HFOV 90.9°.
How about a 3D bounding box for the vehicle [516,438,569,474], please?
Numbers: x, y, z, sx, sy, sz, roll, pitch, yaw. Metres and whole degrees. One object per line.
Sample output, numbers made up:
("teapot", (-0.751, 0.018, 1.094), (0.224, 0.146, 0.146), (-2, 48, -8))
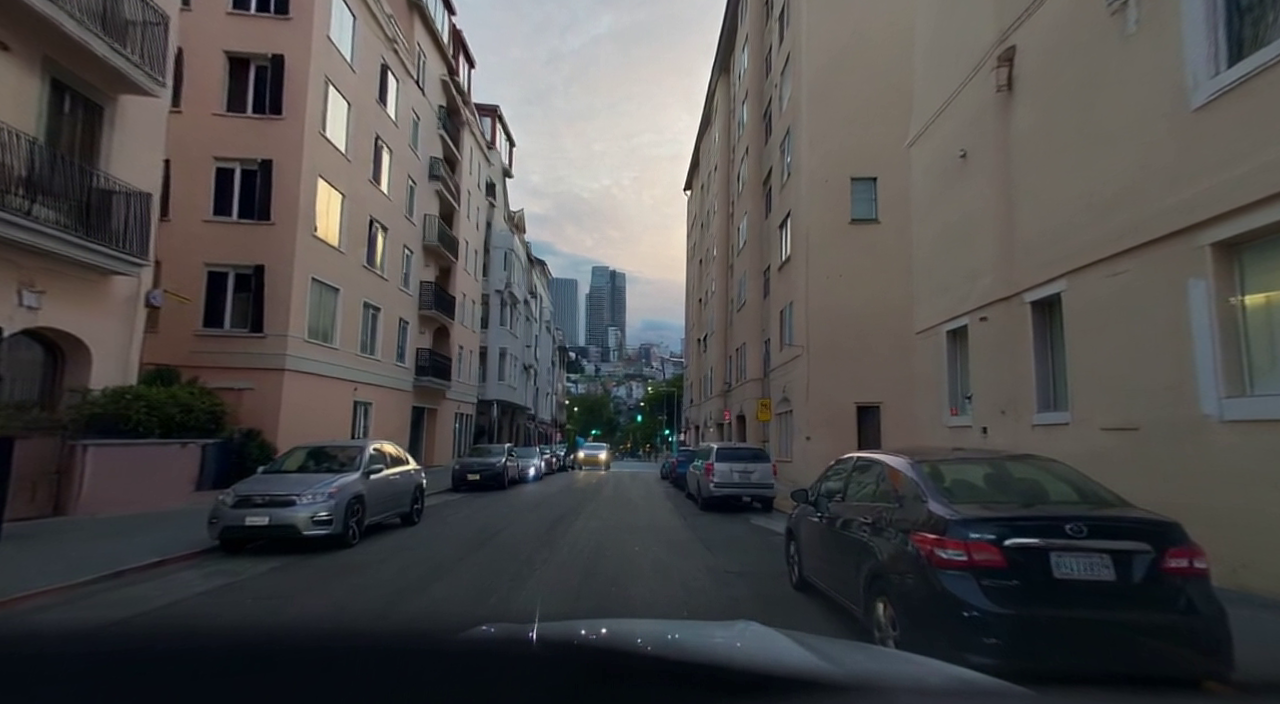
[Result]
("vehicle", (-4.726, 5.102, 31.095), (1.872, 1.484, 3.978), (5, -9, 1))

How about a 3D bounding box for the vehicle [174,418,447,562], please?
("vehicle", (-4.514, 1.975, 9.608), (1.883, 1.499, 4.426), (6, -10, -3))

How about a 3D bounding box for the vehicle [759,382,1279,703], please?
("vehicle", (2.272, 1.243, 4.886), (1.839, 1.678, 3.918), (0, -8, -1))

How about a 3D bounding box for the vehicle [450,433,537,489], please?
("vehicle", (-4.794, 3.640, 21.242), (1.942, 1.521, 3.761), (5, -9, 0))

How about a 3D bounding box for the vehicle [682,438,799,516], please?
("vehicle", (2.050, 2.668, 14.144), (1.786, 1.447, 4.314), (0, -8, -2))
